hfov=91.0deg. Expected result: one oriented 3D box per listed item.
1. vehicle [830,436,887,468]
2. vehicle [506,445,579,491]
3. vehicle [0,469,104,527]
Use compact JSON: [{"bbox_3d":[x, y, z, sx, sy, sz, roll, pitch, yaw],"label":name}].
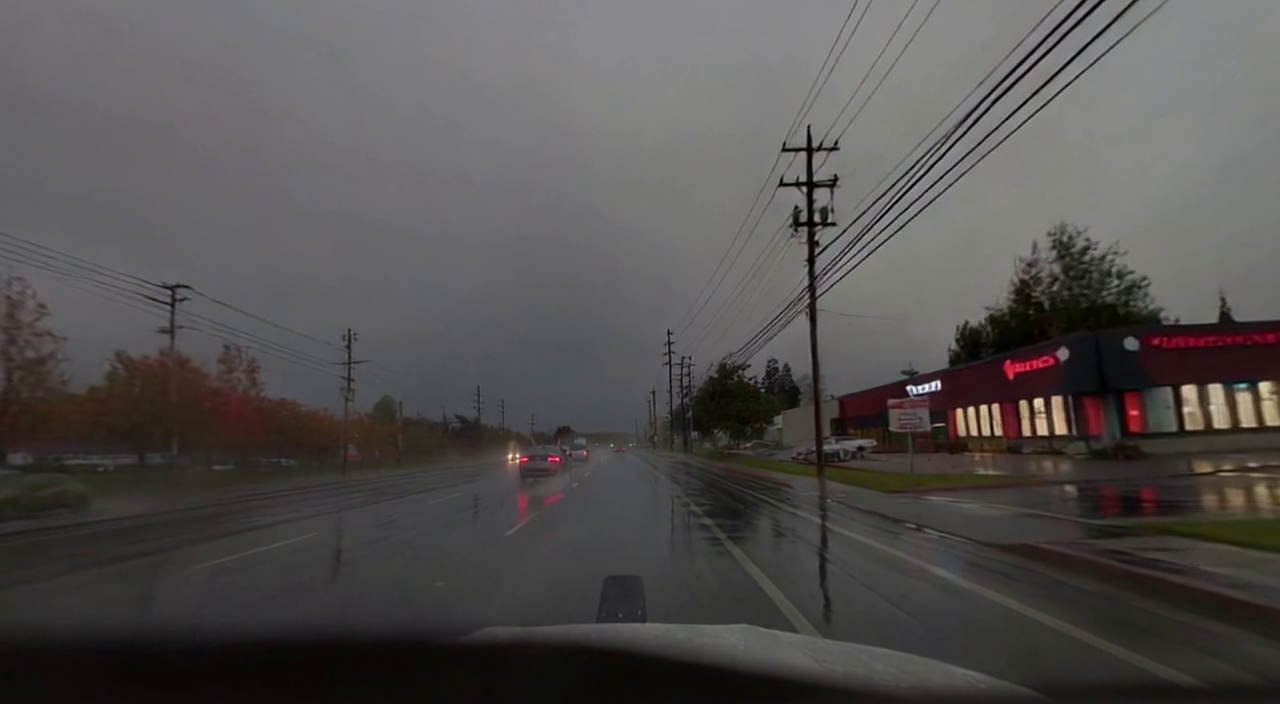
[{"bbox_3d":[12.183,5.616,35.337,1.894,1.671,4.290,-1,-9,4],"label":"vehicle"},{"bbox_3d":[-3.425,4.165,22.995,1.942,1.469,4.426,0,-9,0],"label":"vehicle"},{"bbox_3d":[-19.640,4.521,19.772,1.925,1.554,4.271,1,-9,-2],"label":"vehicle"}]
